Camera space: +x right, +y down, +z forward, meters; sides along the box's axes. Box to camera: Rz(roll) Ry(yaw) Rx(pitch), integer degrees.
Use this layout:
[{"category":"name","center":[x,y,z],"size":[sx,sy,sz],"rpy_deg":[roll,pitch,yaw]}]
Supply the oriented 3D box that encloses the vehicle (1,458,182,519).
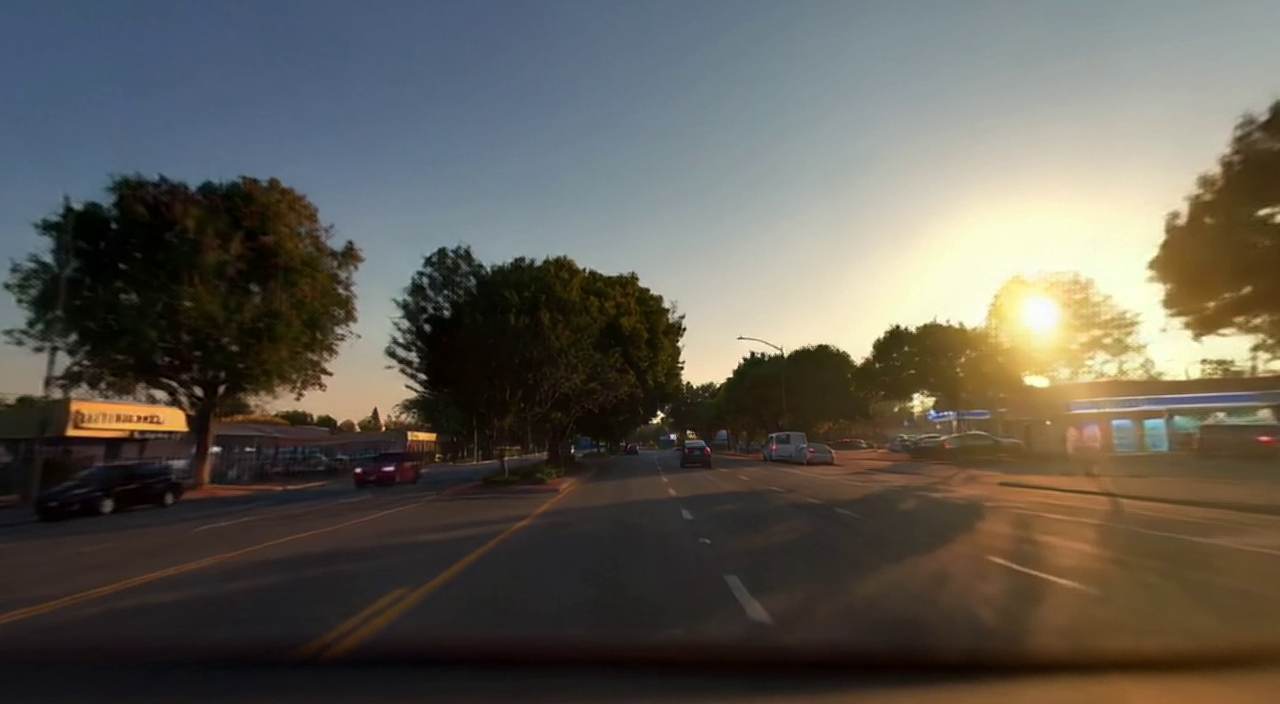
[{"category":"vehicle","center":[-17.998,4.449,21.121],"size":[2.045,1.727,4.503],"rpy_deg":[0,-9,-1]}]

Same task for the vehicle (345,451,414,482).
[{"category":"vehicle","center":[-13.895,6.113,33.998],"size":[1.875,1.493,4.355],"rpy_deg":[0,-9,-1]}]

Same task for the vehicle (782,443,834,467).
[{"category":"vehicle","center":[10.341,6.361,39.218],"size":[1.857,1.411,4.859],"rpy_deg":[0,-9,0]}]

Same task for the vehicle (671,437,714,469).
[{"category":"vehicle","center":[2.854,5.637,35.307],"size":[1.957,1.643,4.226],"rpy_deg":[0,-9,-1]}]

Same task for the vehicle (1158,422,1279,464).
[{"category":"vehicle","center":[23.967,3.677,25.494],"size":[1.843,1.490,4.282],"rpy_deg":[2,-9,-37]}]

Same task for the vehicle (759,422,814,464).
[{"category":"vehicle","center":[10.317,6.516,45.015],"size":[2.507,2.745,5.779],"rpy_deg":[0,-9,0]}]
